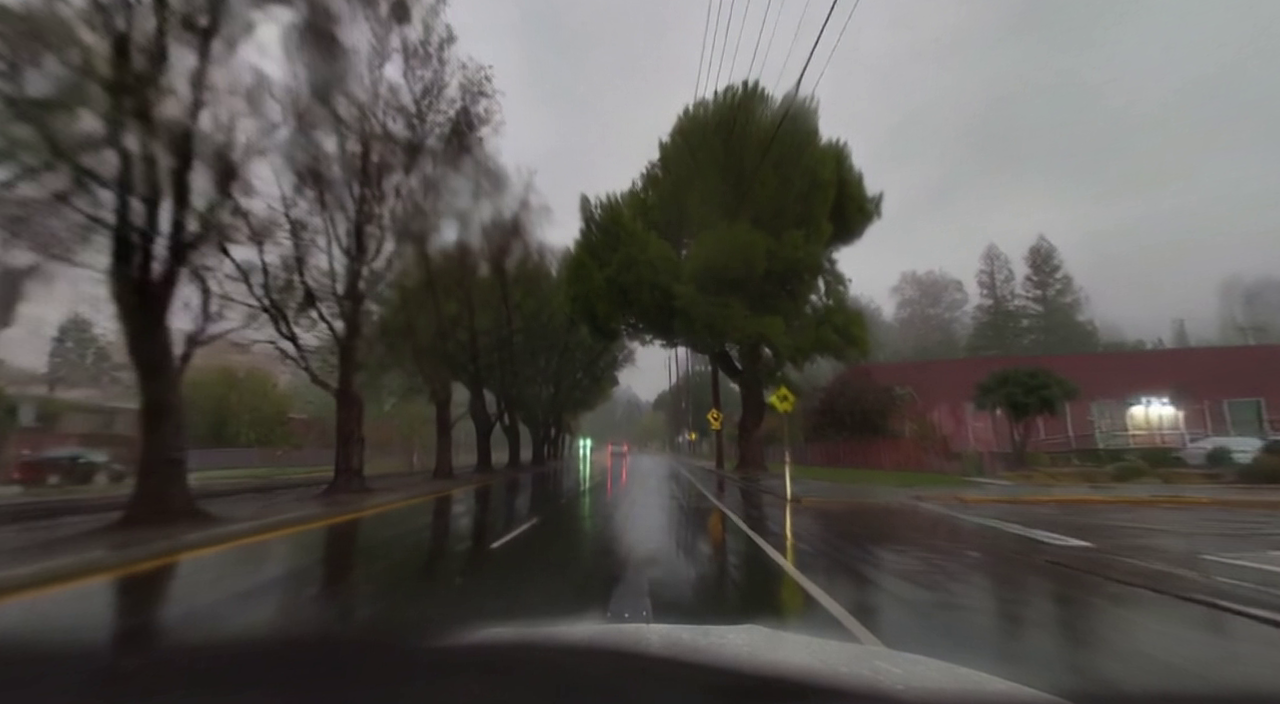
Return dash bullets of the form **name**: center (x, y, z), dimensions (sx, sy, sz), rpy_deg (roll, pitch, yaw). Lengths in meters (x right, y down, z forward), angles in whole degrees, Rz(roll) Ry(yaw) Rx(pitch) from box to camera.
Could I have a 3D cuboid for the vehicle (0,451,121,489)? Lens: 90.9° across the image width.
- **vehicle**: center (-25.402, 5.085, 27.469), dimensions (1.805, 1.461, 4.321), rpy_deg (0, -9, 1)
